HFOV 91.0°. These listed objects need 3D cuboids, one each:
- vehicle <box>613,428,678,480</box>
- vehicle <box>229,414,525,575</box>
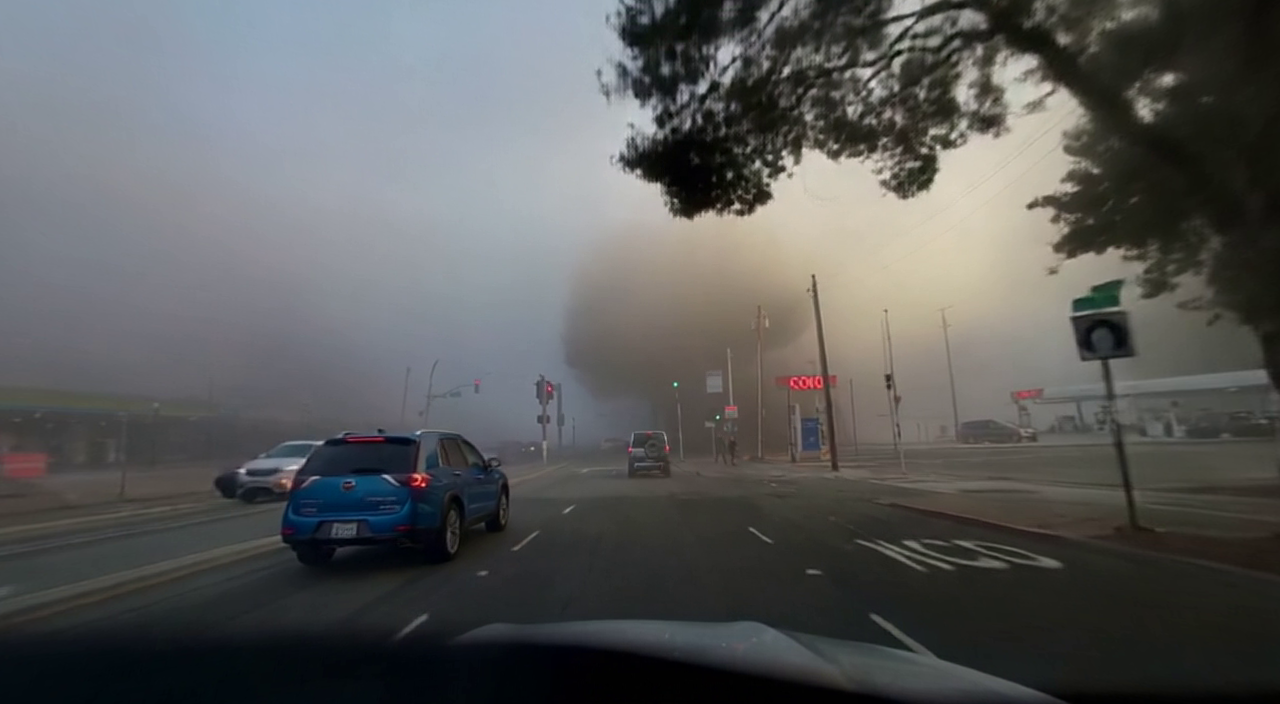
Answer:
[{"bbox_3d":[0.157,4.425,27.464,2.552,1.999,5.498,0,-8,-1],"label":"vehicle"},{"bbox_3d":[-3.352,1.934,9.438,2.247,1.734,4.919,-1,-8,1],"label":"vehicle"}]
